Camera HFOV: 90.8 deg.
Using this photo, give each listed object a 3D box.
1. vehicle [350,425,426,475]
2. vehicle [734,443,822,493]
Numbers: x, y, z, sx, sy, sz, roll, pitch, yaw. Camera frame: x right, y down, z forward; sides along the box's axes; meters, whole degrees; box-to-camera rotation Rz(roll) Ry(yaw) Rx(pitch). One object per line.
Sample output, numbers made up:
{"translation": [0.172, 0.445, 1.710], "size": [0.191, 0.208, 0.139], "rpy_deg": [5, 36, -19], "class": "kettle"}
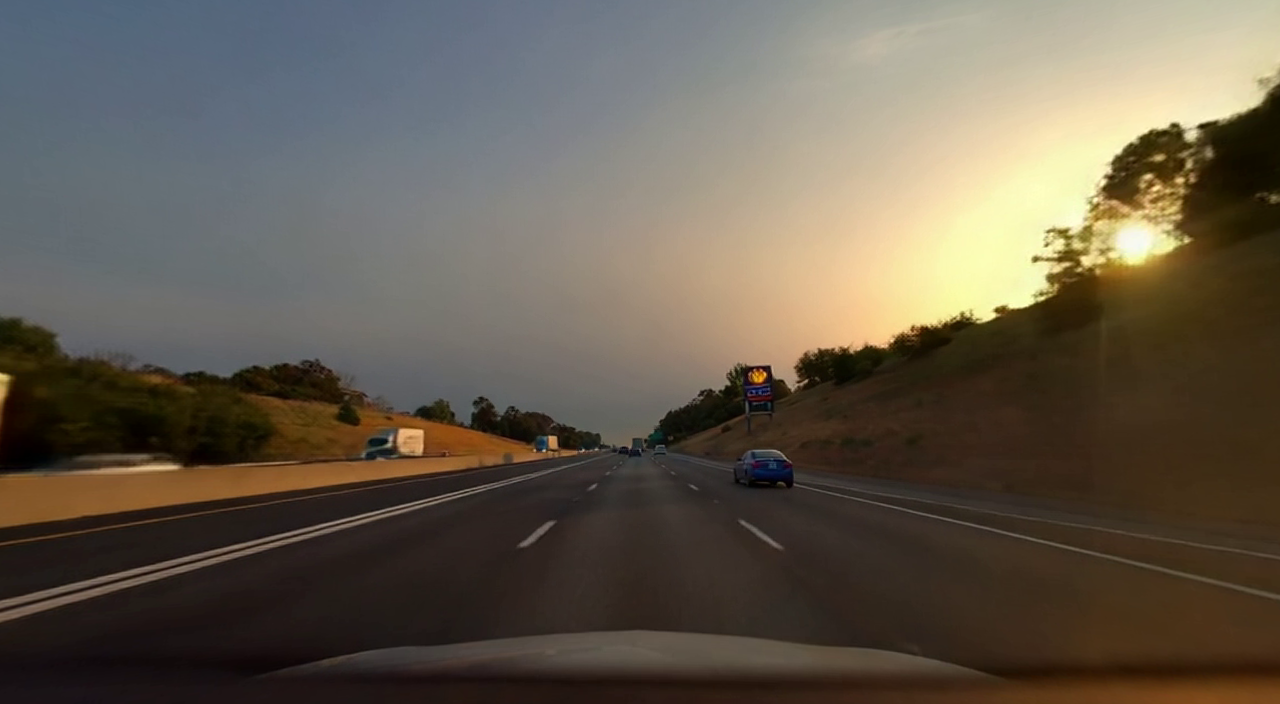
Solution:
{"translation": [-19.392, 7.628, 49.139], "size": [2.795, 3.552, 7.495], "rpy_deg": [0, -9, 0], "class": "vehicle"}
{"translation": [4.457, 3.808, 21.039], "size": [1.967, 1.472, 3.751], "rpy_deg": [0, -9, -2], "class": "vehicle"}
